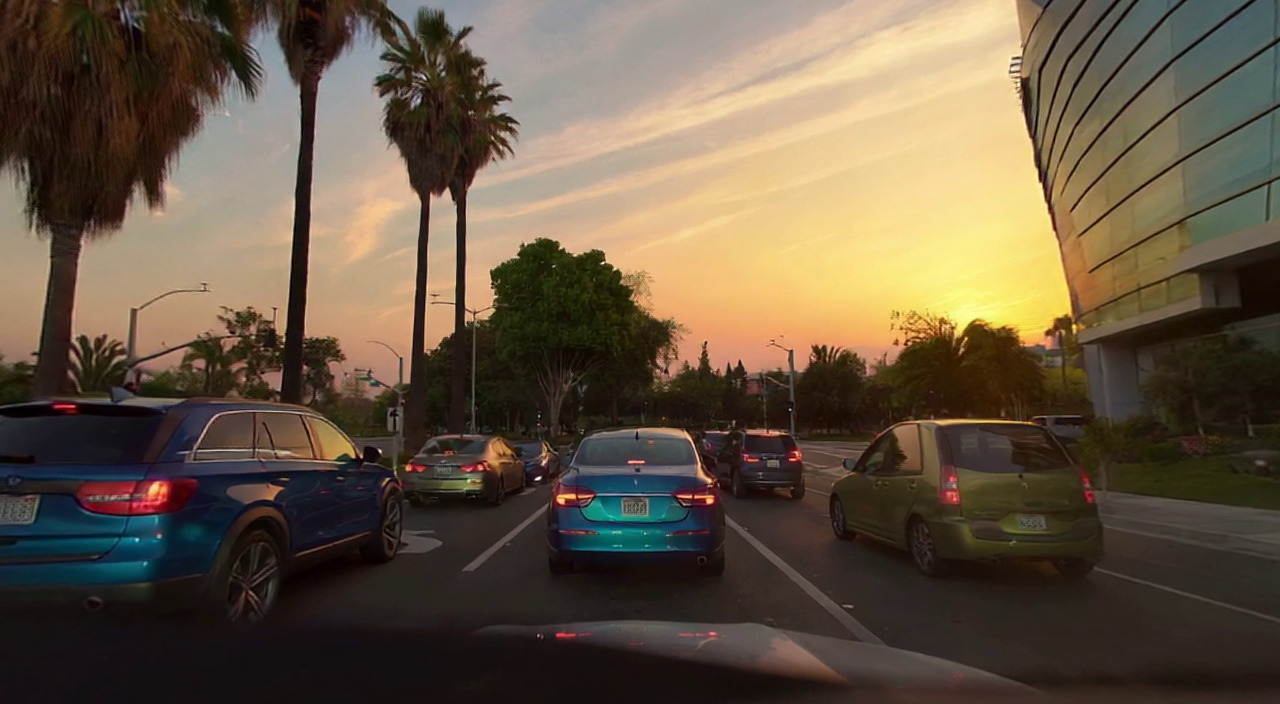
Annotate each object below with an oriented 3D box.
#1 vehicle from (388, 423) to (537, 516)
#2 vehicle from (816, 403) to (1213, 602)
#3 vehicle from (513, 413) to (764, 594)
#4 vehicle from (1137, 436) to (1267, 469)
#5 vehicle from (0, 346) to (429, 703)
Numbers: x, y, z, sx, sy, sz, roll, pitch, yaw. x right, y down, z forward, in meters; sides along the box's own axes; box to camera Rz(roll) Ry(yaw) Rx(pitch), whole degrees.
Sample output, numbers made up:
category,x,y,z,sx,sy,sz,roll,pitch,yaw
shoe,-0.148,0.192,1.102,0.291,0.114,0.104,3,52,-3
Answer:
category,x,y,z,sx,sy,sz,roll,pitch,yaw
vehicle,-3.462,2.360,13.075,1.917,1.631,3.768,0,-8,1
vehicle,3.840,1.620,7.686,2.064,1.696,4.431,0,-8,0
vehicle,-0.053,1.664,7.819,2.219,1.586,4.321,0,-8,-1
vehicle,25.453,4.553,28.649,4.014,1.417,1.777,-1,-8,5
vehicle,-3.534,1.168,5.309,2.014,1.775,4.404,0,-8,-1
